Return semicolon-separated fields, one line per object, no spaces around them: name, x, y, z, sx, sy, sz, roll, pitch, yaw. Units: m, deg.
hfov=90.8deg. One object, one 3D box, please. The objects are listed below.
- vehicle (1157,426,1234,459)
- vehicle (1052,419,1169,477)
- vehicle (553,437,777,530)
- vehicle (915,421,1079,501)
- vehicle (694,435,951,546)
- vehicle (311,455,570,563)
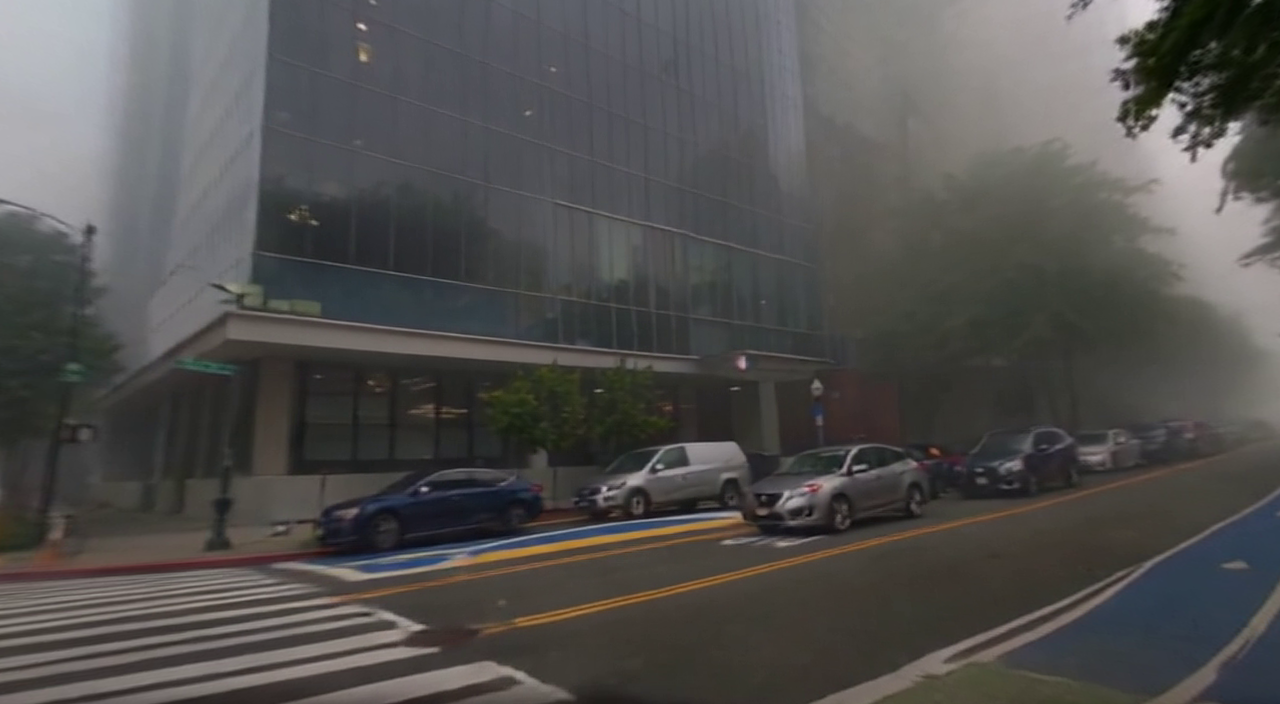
vehicle;29.455;4.779;33.458;4.783;1.621;2.266;6;-11;-40
vehicle;16.918;3.416;22.656;4.472;1.848;2.225;6;-10;-40
vehicle;0.855;3.497;17.460;6.107;2.086;2.348;6;-14;-41
vehicle;9.525;2.838;16.731;4.573;1.814;2.173;6;-12;-40
vehicle;3.433;2.304;11.390;4.888;1.558;2.017;6;-11;-40
vehicle;-4.023;3.183;13.249;4.705;1.732;1.996;7;-17;-41
